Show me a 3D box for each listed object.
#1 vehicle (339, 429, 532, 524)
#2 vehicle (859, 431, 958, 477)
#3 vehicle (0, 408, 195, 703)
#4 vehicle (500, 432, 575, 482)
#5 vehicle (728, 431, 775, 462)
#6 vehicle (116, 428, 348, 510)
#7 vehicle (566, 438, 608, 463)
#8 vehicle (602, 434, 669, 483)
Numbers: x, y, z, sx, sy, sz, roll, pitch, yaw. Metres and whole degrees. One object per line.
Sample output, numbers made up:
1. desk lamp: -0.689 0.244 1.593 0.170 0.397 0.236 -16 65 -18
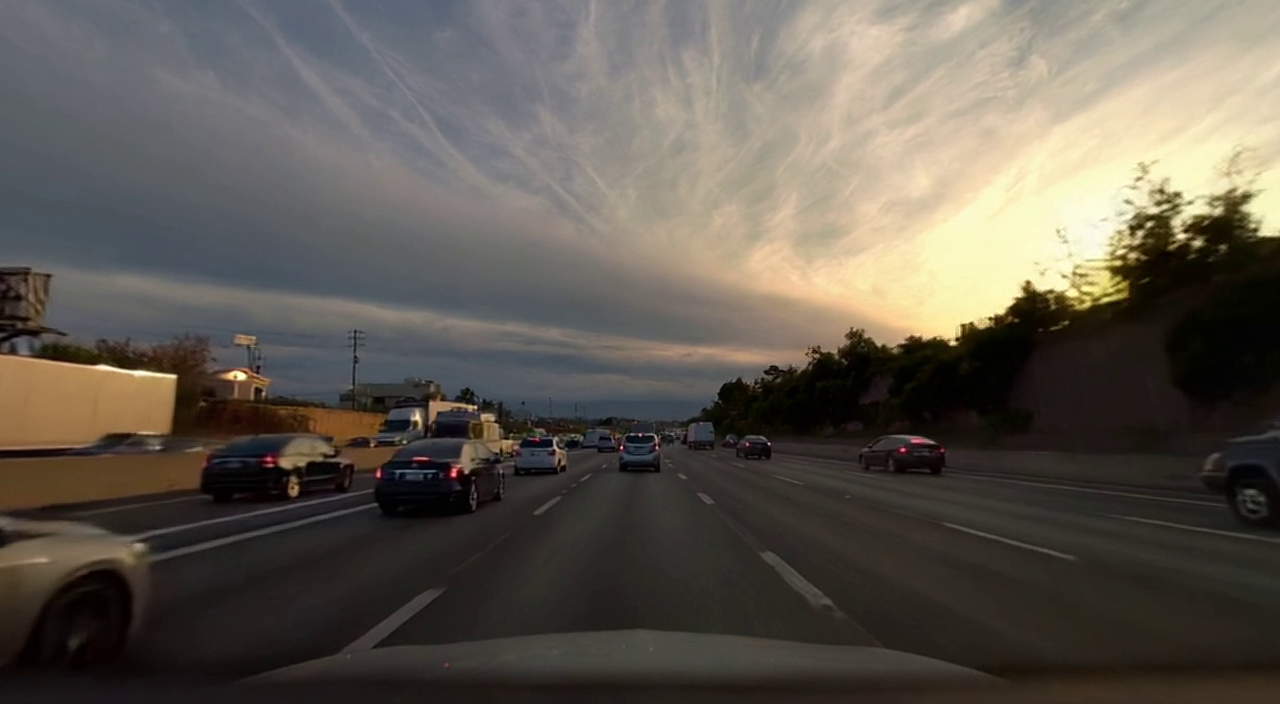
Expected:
1. vehicle: -3.577 2.275 12.108 2.098 1.463 4.578 0 -9 1
2. vehicle: 10.292 3.931 24.493 2.066 1.629 3.945 0 -9 -1
3. vehicle: -3.589 0.798 1.453 2.025 1.449 4.190 0 -9 0
4. vehicle: -3.554 3.722 22.583 1.956 1.602 4.258 0 -9 0
5. vehicle: 6.586 5.672 37.651 1.992 1.745 4.329 0 -9 -1
6. vehicle: -8.814 2.569 14.260 2.125 1.542 4.595 0 -9 1
7. vehicle: -3.177 6.032 38.607 2.062 1.459 4.365 0 -9 1
8. vehicle: -0.135 3.550 21.225 2.053 1.461 3.941 0 -9 0
